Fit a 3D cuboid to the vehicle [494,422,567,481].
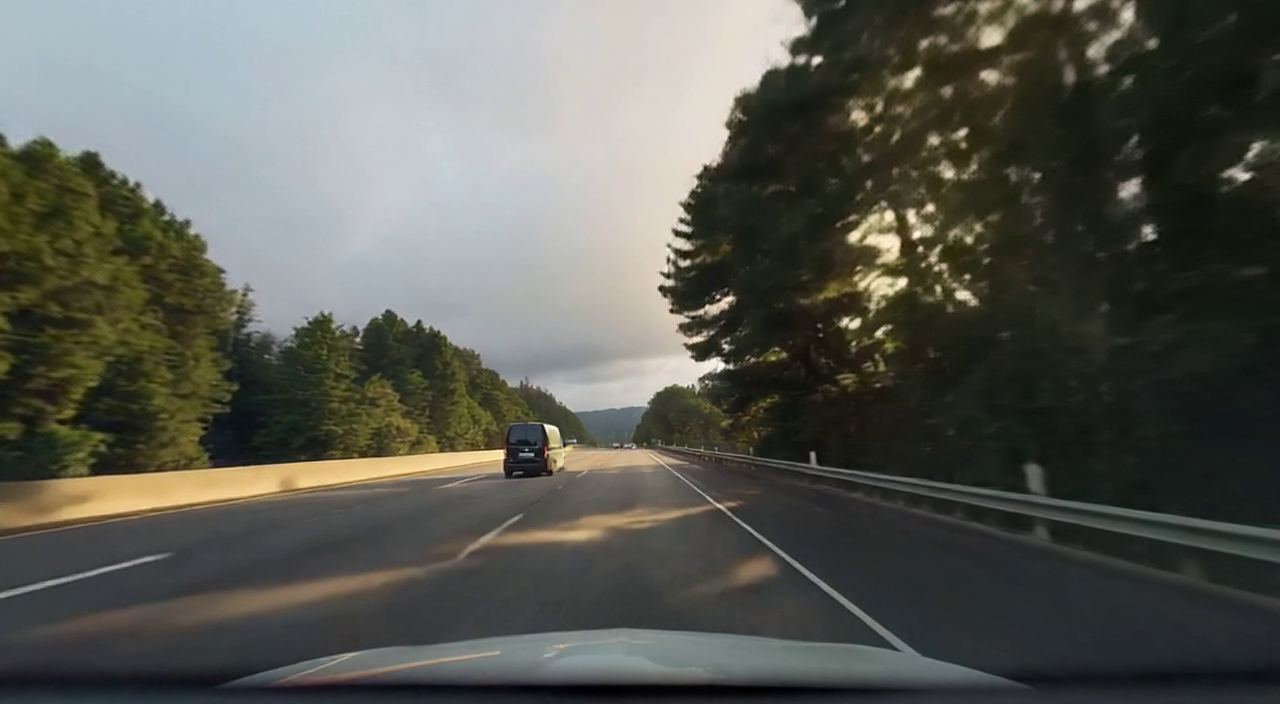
[{"bbox_3d":[-4.094,3.803,24.318,1.976,2.029,4.737,-1,-8,0],"label":"vehicle"}]
